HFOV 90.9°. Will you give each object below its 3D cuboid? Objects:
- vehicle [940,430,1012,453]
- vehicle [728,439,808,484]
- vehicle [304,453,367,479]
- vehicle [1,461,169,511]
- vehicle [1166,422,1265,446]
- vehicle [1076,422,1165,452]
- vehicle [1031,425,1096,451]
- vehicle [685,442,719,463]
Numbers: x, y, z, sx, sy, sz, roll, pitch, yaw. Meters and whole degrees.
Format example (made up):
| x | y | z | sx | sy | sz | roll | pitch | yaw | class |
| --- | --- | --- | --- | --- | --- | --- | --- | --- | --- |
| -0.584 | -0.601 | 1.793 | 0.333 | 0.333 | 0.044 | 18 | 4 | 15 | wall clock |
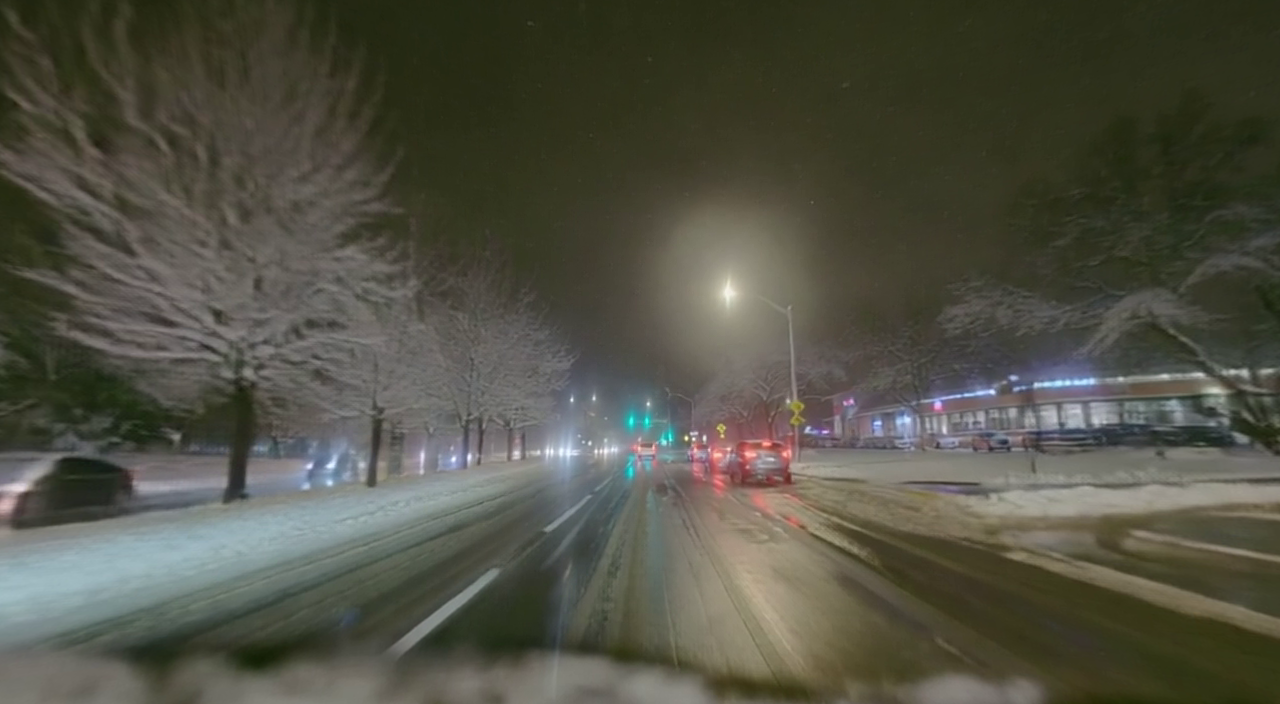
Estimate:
| x | y | z | sx | sy | sz | roll | pitch | yaw | class |
| --- | --- | --- | --- | --- | --- | --- | --- | --- | --- |
| 23.967 | 6.434 | 45.086 | 1.837 | 1.536 | 4.036 | 6 | -11 | -37 | vehicle |
| 4.461 | 3.873 | 22.607 | 1.913 | 1.463 | 4.198 | 0 | -8 | -1 | vehicle |
| -20.615 | 7.692 | 42.910 | 1.936 | 1.603 | 4.714 | 0 | -8 | 0 | vehicle |
| -20.264 | 4.870 | 23.392 | 1.891 | 1.498 | 4.815 | 0 | -8 | -1 | vehicle |
| 39.392 | 5.664 | 43.234 | 2.342 | 1.427 | 4.442 | 3 | -9 | -35 | vehicle |
| 29.265 | 5.166 | 38.624 | 1.811 | 1.664 | 5.065 | -3 | -7 | 6 | vehicle |
| 29.406 | 5.980 | 43.770 | 3.978 | 1.515 | 1.859 | -1 | -8 | -27 | vehicle |
| 4.548 | 7.442 | 46.762 | 1.939 | 1.474 | 4.716 | 0 | -8 | -1 | vehicle |
